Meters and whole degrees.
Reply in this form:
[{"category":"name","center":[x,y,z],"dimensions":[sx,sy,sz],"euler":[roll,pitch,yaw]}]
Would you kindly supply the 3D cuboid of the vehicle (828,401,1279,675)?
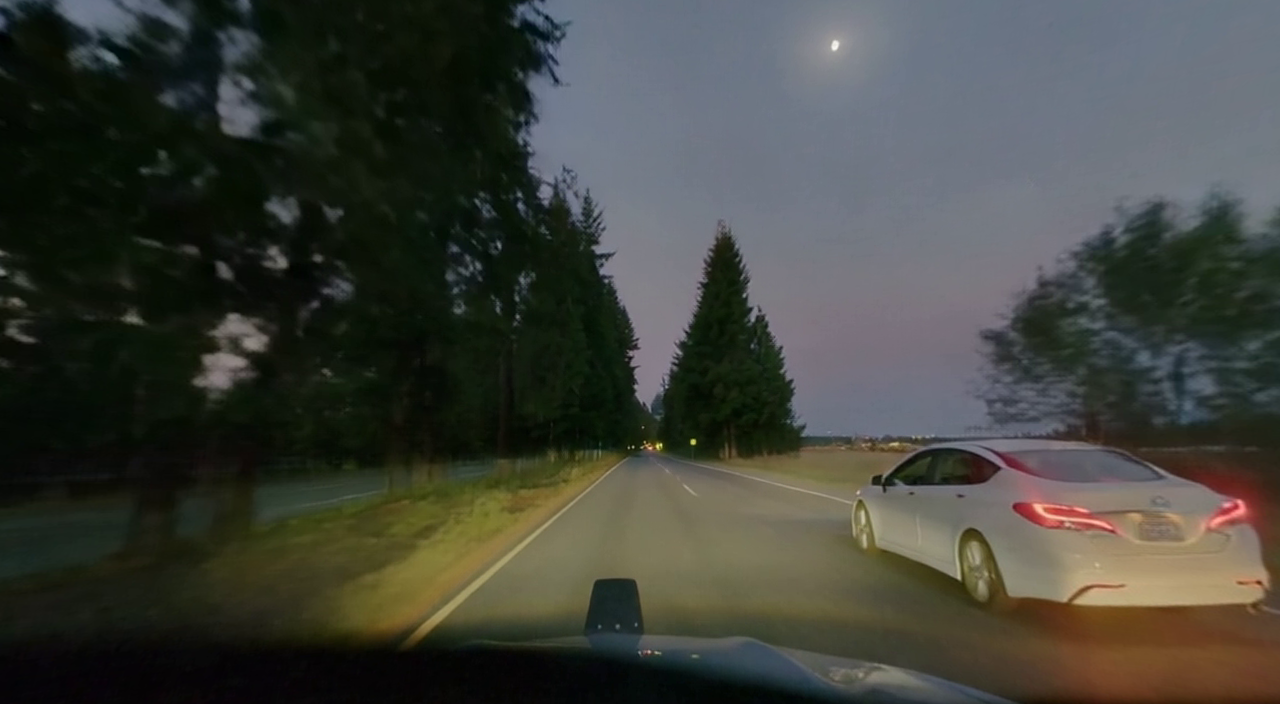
[{"category":"vehicle","center":[3.537,1.432,6.057],"dimensions":[2.060,1.584,4.592],"euler":[0,-9,0]}]
